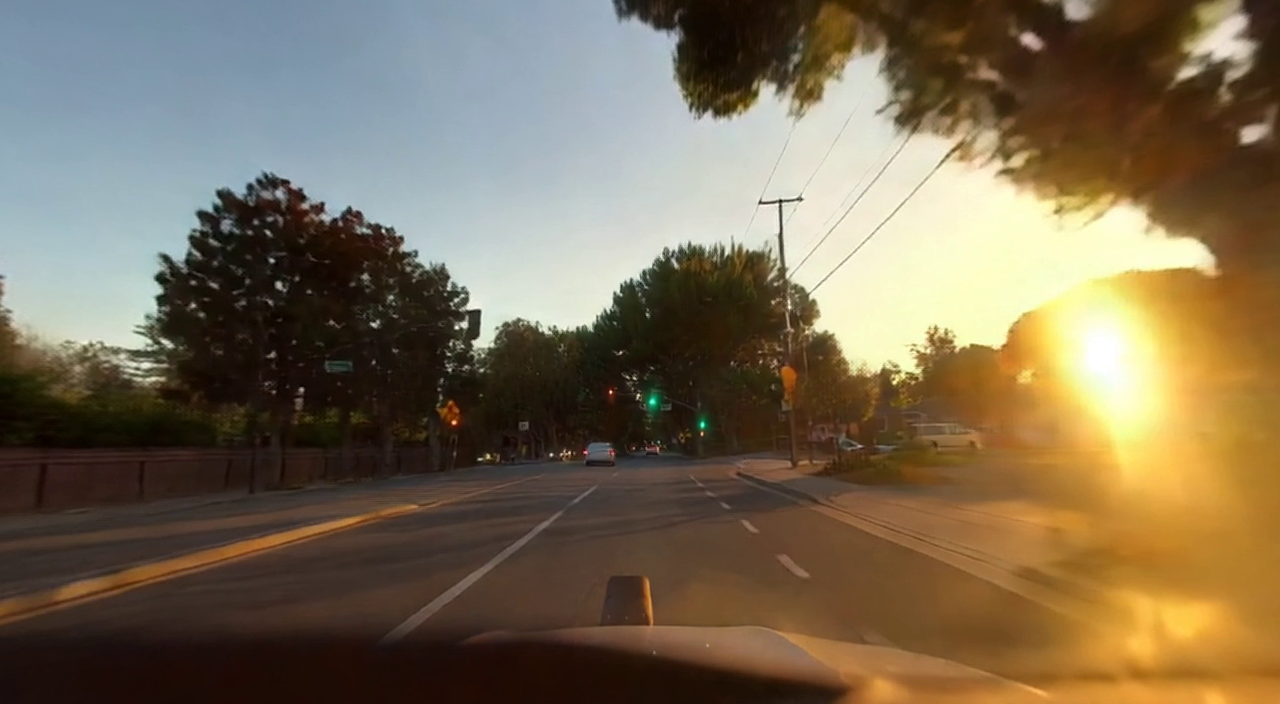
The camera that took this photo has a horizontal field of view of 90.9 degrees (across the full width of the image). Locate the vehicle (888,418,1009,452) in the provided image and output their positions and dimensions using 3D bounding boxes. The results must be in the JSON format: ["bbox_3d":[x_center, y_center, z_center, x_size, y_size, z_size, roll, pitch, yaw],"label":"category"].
[{"bbox_3d":[19.132,5.213,39.305,6.313,2.043,2.272,0,-8,-3],"label":"vehicle"}]

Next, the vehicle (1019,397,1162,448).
[{"bbox_3d":[28.552,4.507,40.107,7.116,3.077,2.655,0,-8,-4],"label":"vehicle"}]

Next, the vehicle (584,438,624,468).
[{"bbox_3d":[-2.145,6.258,39.149,2.084,1.701,4.734,0,-8,2],"label":"vehicle"}]

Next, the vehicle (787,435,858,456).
[{"bbox_3d":[13.676,7.029,47.368,4.665,1.498,1.866,0,-9,-2],"label":"vehicle"}]
